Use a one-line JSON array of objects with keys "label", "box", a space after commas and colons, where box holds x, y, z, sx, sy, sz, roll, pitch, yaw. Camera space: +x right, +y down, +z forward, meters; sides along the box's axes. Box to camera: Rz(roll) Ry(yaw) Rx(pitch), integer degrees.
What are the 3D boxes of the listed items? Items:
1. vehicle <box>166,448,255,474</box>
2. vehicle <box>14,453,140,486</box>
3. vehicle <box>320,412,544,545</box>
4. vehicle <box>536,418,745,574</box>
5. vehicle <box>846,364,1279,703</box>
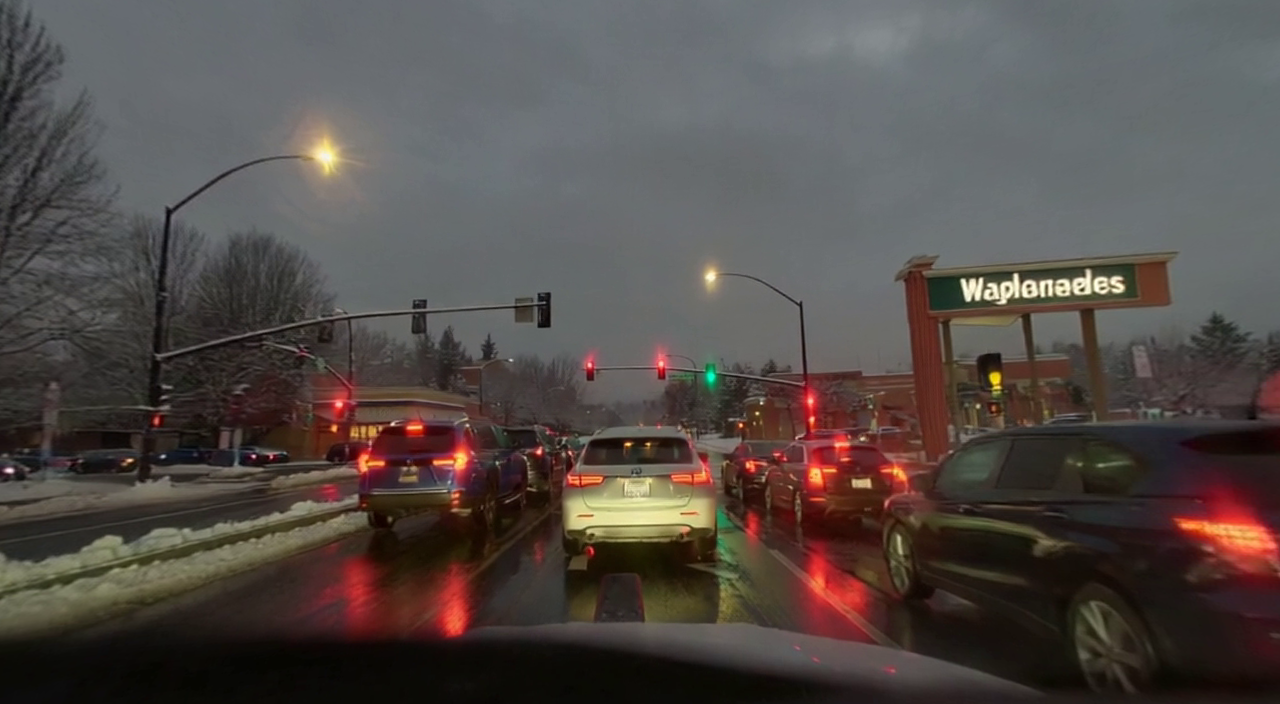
[{"label": "vehicle", "box": [-27.241, 6.889, 40.262, 4.362, 1.518, 1.894, 4, -9, -26]}, {"label": "vehicle", "box": [-27.249, 5.678, 30.769, 4.107, 1.427, 1.883, 3, -9, -23]}, {"label": "vehicle", "box": [-3.043, 1.972, 10.479, 2.180, 1.708, 4.397, 0, -8, 0]}, {"label": "vehicle", "box": [-0.009, 1.710, 8.202, 2.071, 1.525, 3.723, 0, -8, 0]}, {"label": "vehicle", "box": [2.959, 1.079, 3.879, 1.922, 1.508, 4.330, 0, -8, 0]}]
